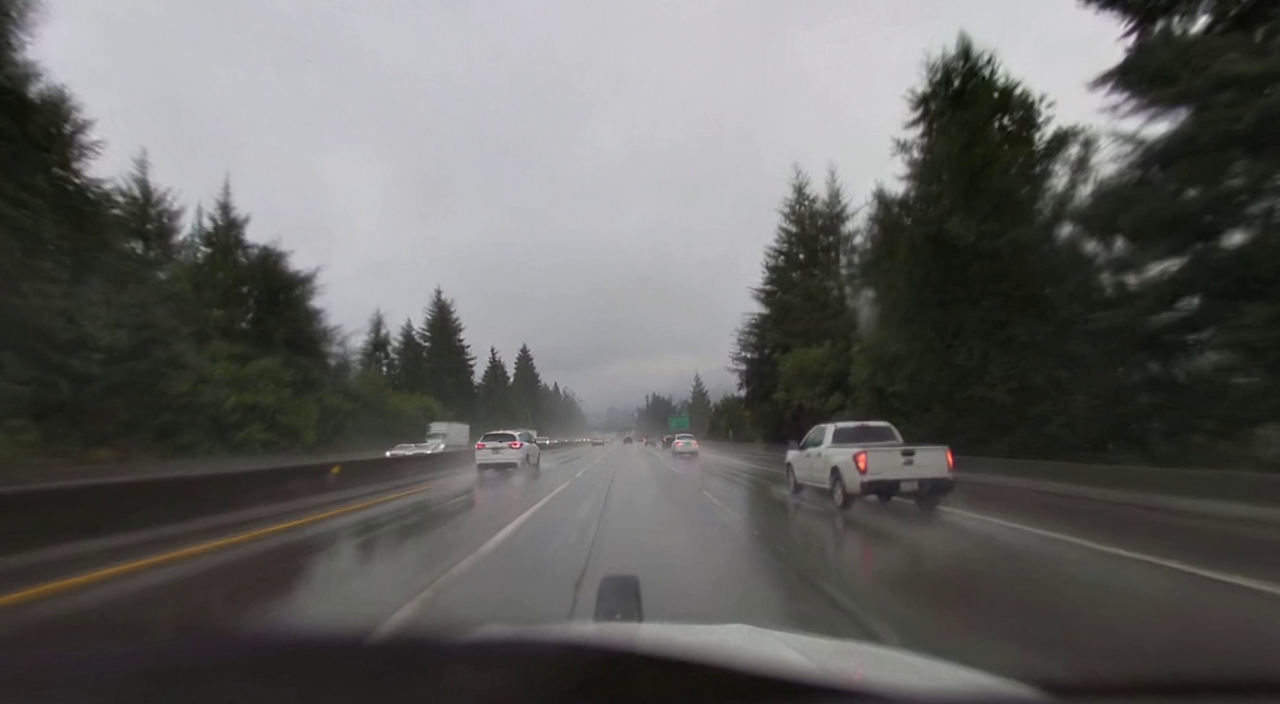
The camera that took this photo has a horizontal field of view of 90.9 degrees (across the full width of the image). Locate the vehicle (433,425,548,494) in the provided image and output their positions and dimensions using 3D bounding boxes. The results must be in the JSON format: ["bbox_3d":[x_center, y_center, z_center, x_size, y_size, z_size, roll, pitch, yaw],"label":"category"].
[{"bbox_3d":[-3.889,2.860,17.345,2.011,1.614,4.808,0,-8,0],"label":"vehicle"}]

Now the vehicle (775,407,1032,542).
[{"bbox_3d":[3.753,1.822,10.157,1.949,1.639,4.748,0,-8,-2],"label":"vehicle"}]

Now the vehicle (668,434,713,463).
[{"bbox_3d":[2.659,5.172,34.067,1.990,1.480,3.865,0,-8,-2],"label":"vehicle"}]

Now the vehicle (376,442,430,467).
[{"bbox_3d":[-15.790,6.840,42.276,1.928,1.502,4.794,0,-8,-2],"label":"vehicle"}]
